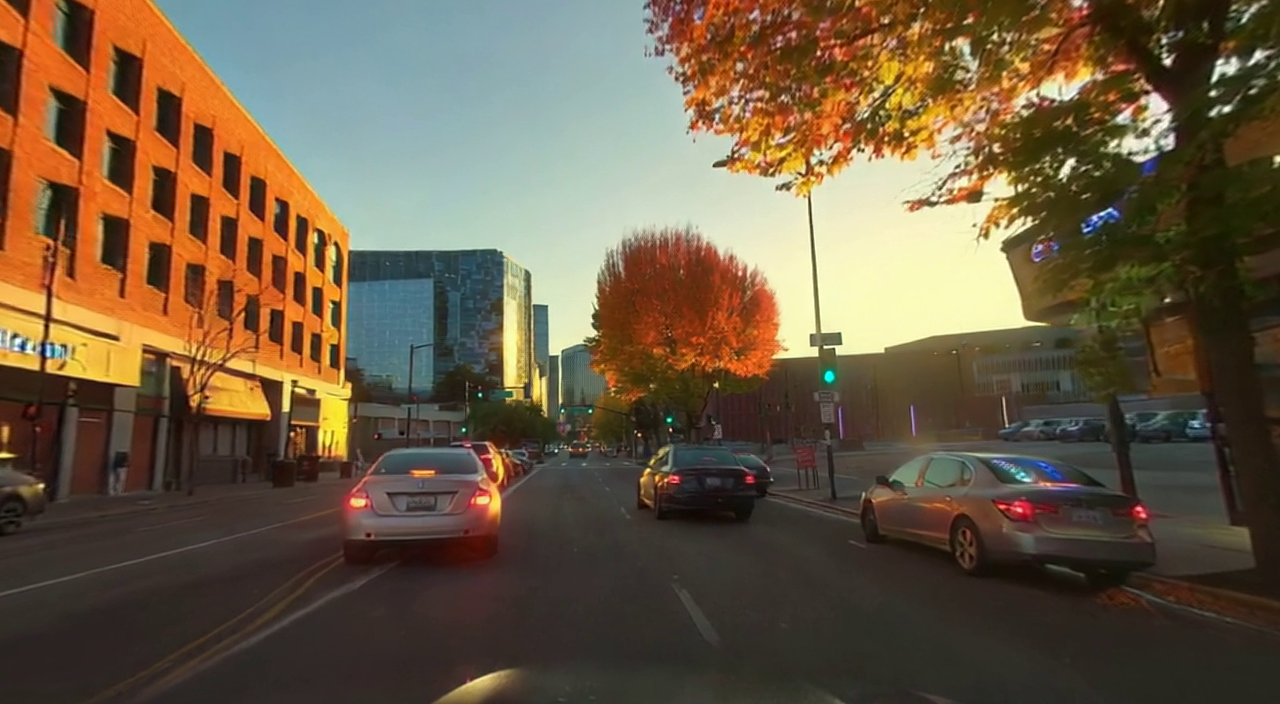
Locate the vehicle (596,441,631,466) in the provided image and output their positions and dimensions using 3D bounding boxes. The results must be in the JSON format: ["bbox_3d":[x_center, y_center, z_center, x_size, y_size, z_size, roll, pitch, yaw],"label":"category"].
[{"bbox_3d":[-2.123,7.832,48.933,2.418,1.816,4.300,1,-9,-6],"label":"vehicle"}]

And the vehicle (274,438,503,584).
[{"bbox_3d":[-3.065,1.953,8.761,2.169,1.427,4.531,2,-9,-13],"label":"vehicle"}]

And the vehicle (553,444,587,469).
[{"bbox_3d":[-4.563,6.766,41.077,2.102,1.521,4.078,1,-9,-6],"label":"vehicle"}]

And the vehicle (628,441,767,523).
[{"bbox_3d":[1.009,2.694,13.707,2.150,1.464,4.467,1,-9,-6],"label":"vehicle"}]

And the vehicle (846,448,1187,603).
[{"bbox_3d":[4.554,2.083,8.509,1.986,1.555,3.879,1,-9,-4],"label":"vehicle"}]
